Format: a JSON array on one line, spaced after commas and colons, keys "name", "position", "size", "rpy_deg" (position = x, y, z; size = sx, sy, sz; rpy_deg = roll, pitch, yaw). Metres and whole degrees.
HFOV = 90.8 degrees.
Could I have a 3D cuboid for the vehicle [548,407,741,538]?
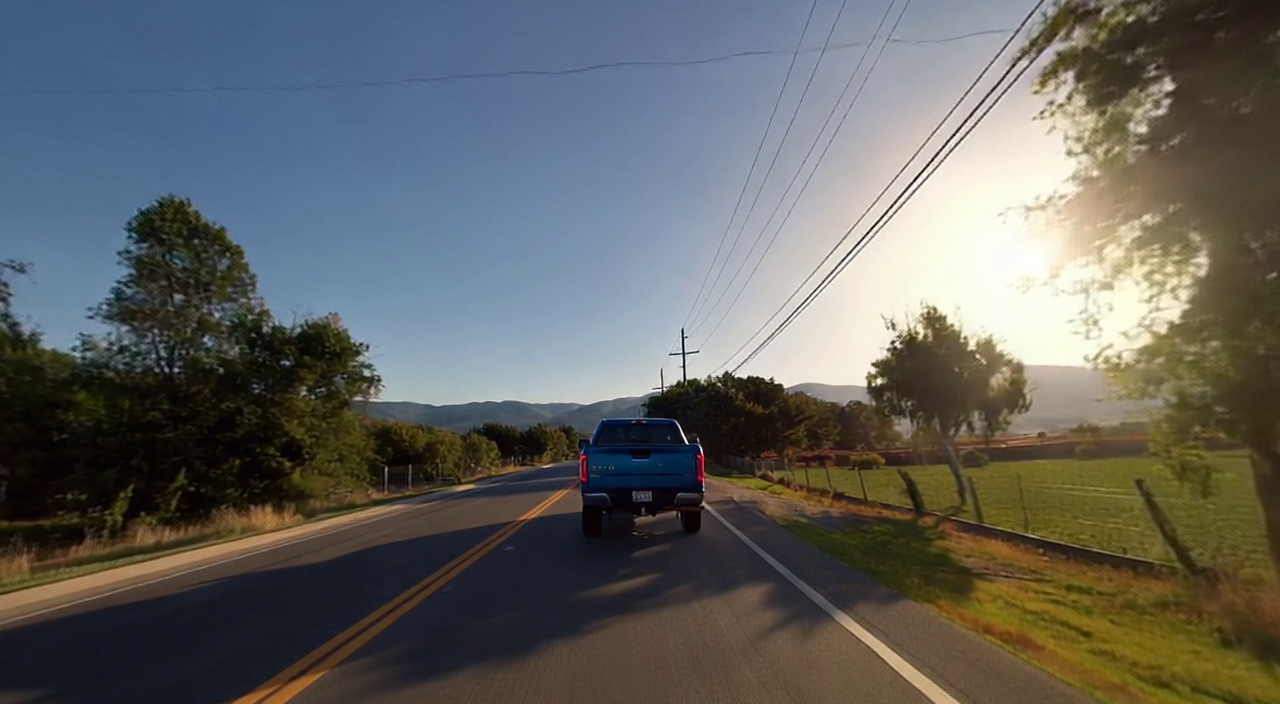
[{"name": "vehicle", "position": [0.018, 2.178, 12.128], "size": [2.774, 1.861, 5.885], "rpy_deg": [0, -8, -1]}]
